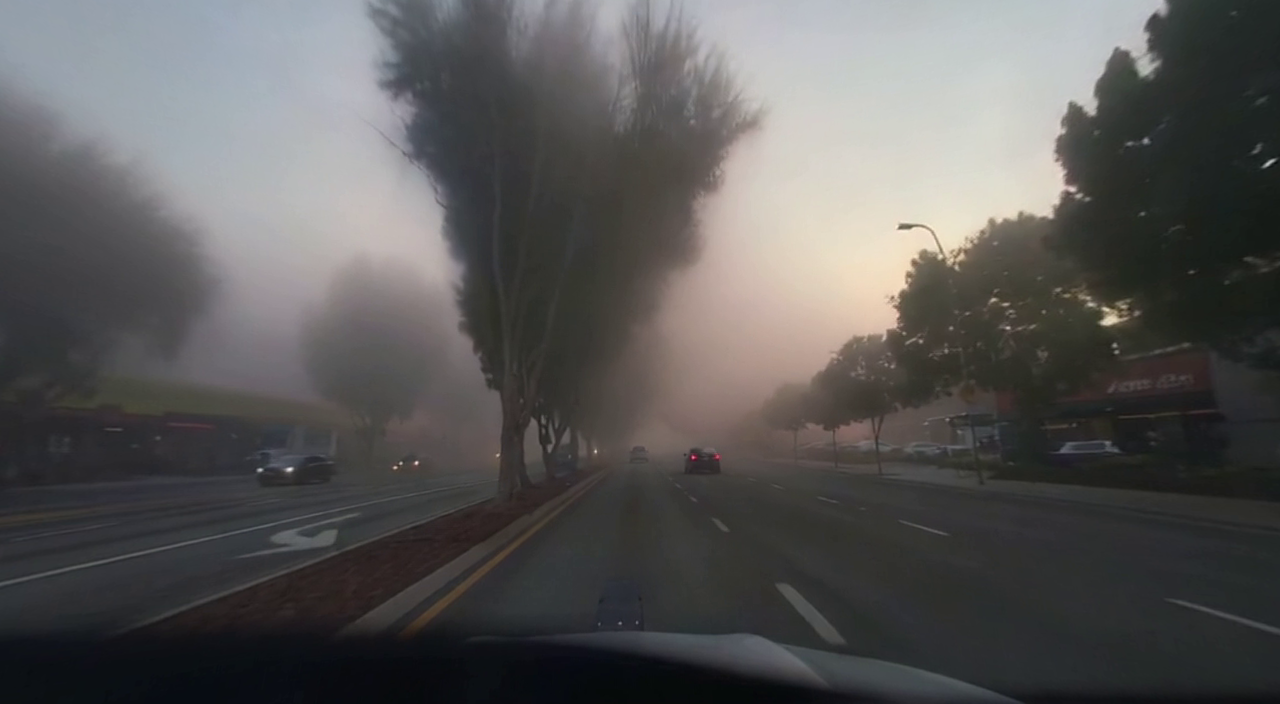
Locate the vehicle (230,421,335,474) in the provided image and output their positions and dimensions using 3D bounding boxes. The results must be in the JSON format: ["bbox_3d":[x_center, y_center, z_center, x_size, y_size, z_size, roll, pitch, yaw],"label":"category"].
[{"bbox_3d":[-27.735,7.517,49.680,2.804,3.714,8.815,-1,-9,2],"label":"vehicle"}]

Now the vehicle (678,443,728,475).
[{"bbox_3d":[3.147,5.467,32.467,1.983,1.482,4.463,0,-9,-2],"label":"vehicle"}]

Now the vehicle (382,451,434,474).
[{"bbox_3d":[-16.358,7.791,44.784,1.989,1.466,4.349,0,-9,0],"label":"vehicle"}]

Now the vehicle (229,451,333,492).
[{"bbox_3d":[-14.945,4.965,26.629,1.878,1.515,4.258,0,-9,0],"label":"vehicle"}]

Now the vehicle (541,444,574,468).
[{"bbox_3d":[-6.000,7.575,46.303,2.100,1.639,4.268,0,-9,-3],"label":"vehicle"}]
